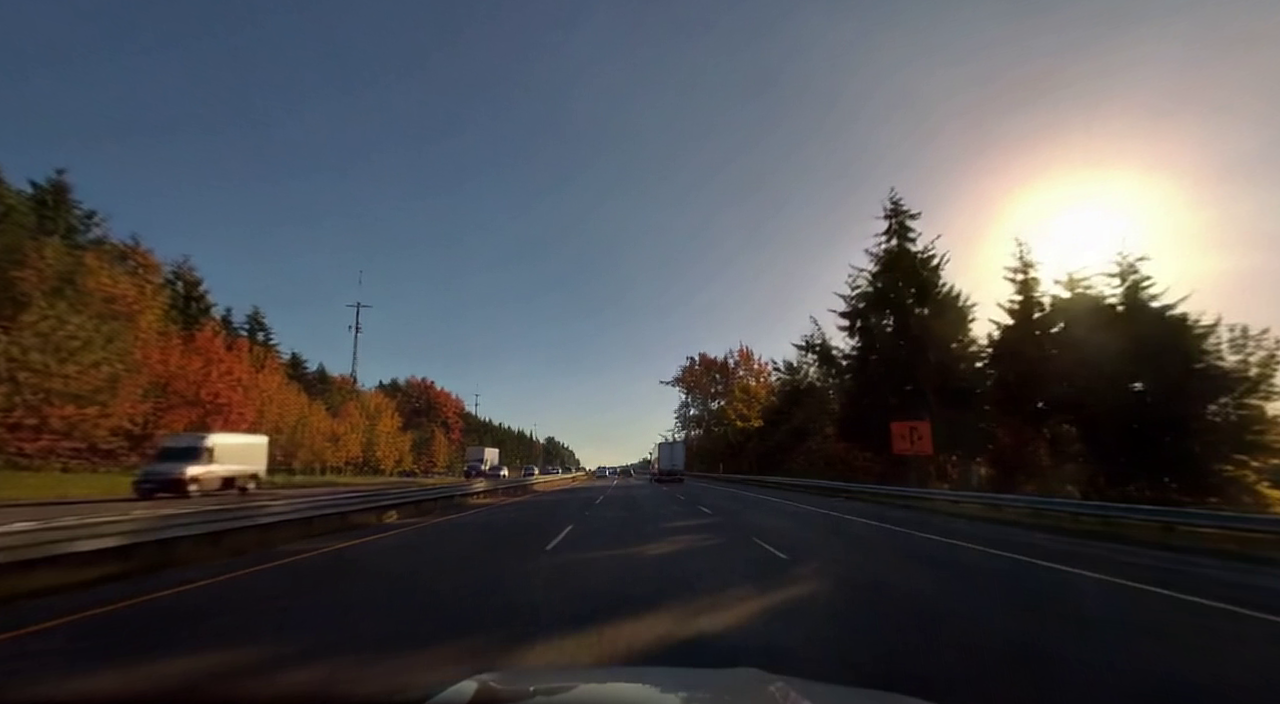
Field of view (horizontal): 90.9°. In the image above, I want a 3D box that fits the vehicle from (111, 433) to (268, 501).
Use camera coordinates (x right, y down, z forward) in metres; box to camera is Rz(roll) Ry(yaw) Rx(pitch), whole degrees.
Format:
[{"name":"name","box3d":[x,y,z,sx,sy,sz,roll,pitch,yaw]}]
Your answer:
[{"name":"vehicle","box3d":[-19.748,5.146,28.189,2.350,2.655,6.249,1,-10,-1]}]
